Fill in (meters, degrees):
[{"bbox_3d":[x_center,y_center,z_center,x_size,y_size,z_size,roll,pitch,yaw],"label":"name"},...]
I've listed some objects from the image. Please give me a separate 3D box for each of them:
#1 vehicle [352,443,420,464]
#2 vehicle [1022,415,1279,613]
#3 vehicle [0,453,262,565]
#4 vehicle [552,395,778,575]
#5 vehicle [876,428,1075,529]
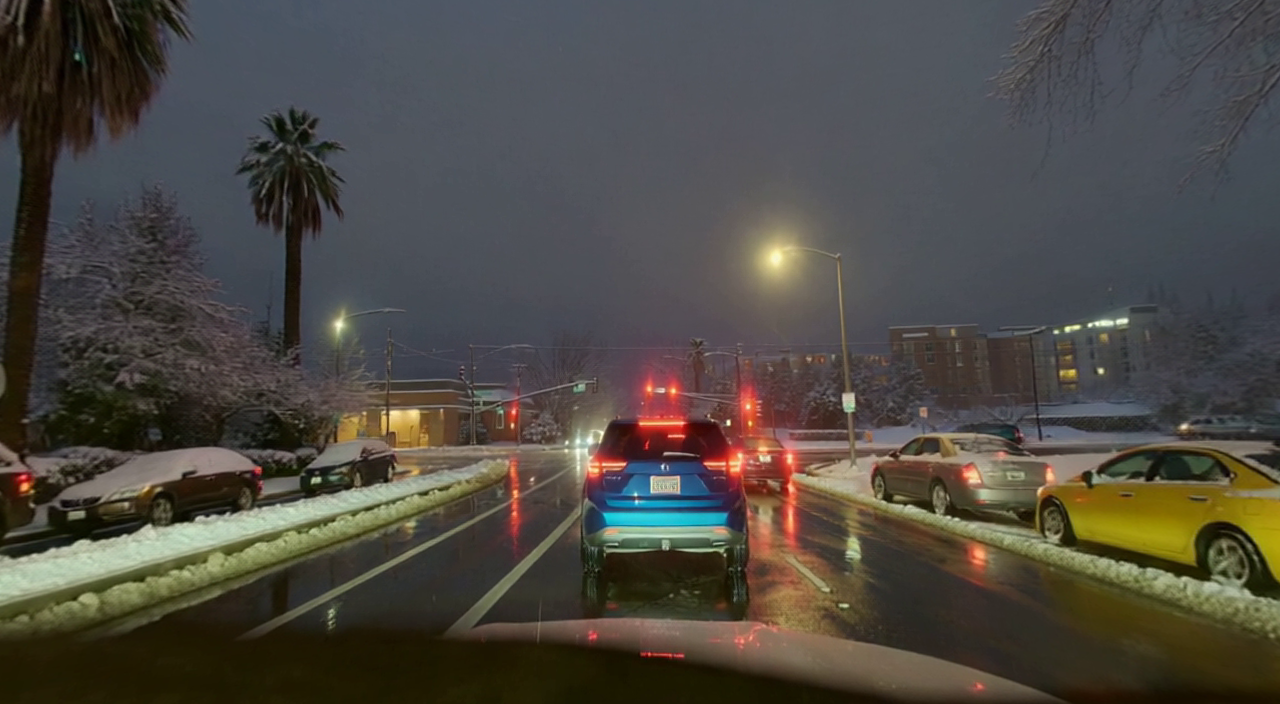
[{"bbox_3d":[-18.716,7.496,46.651,1.759,1.457,4.297,-7,-11,38],"label":"vehicle"},{"bbox_3d":[6.446,1.601,6.927,1.935,1.672,4.139,0,-8,1],"label":"vehicle"},{"bbox_3d":[-9.556,2.787,11.904,2.054,1.467,4.595,-4,-8,0],"label":"vehicle"},{"bbox_3d":[0.266,1.653,8.564,2.264,1.798,4.258,0,-8,1],"label":"vehicle"},{"bbox_3d":[6.675,2.529,13.237,1.930,1.736,4.329,-1,-8,3],"label":"vehicle"}]
